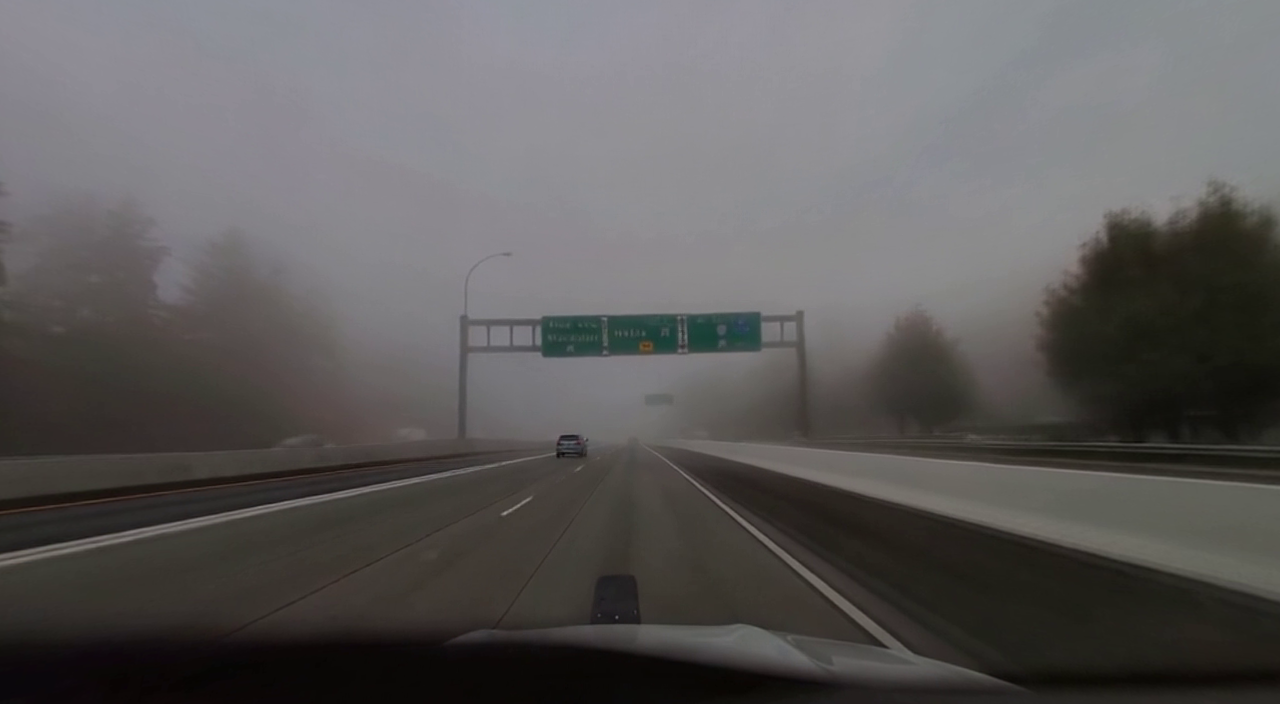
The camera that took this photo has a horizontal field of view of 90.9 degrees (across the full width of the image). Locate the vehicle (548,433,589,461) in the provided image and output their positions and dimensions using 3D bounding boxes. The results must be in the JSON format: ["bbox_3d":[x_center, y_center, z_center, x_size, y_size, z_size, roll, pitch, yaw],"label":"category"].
[{"bbox_3d":[-4.473,5.999,40.011,2.129,1.641,4.263,0,-8,0],"label":"vehicle"}]

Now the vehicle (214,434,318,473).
[{"bbox_3d":[-17.570,4.751,29.927,2.045,1.651,4.760,0,-8,0],"label":"vehicle"}]
